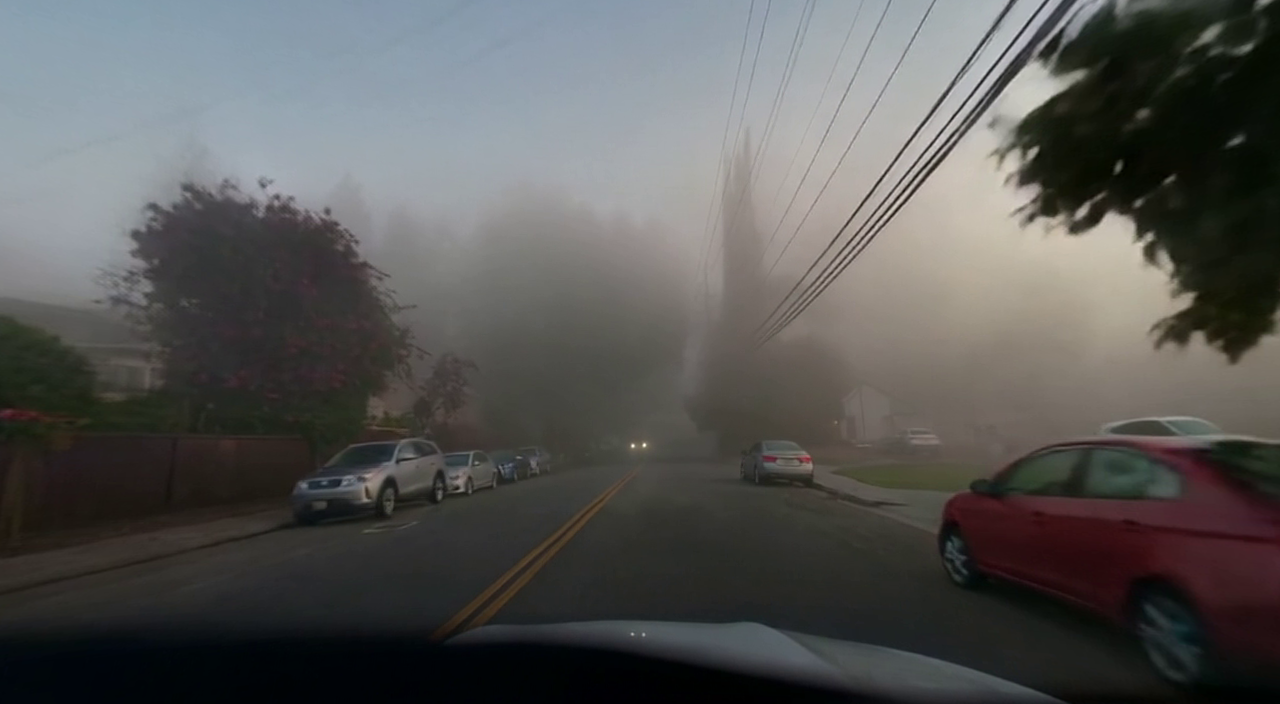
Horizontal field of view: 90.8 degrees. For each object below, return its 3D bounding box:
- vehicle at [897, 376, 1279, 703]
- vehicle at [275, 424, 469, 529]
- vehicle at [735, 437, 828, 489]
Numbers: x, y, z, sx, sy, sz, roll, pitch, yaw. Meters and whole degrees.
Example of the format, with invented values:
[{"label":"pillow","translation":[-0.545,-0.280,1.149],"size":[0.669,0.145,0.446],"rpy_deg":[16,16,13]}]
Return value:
[{"label":"vehicle","translation":[3.626,1.160,4.259],"size":[1.940,1.593,4.641],"rpy_deg":[0,-9,2]},{"label":"vehicle","translation":[-5.820,2.758,14.635],"size":[2.192,1.873,4.985],"rpy_deg":[-3,-9,2]},{"label":"vehicle","translation":[4.504,3.616,20.995],"size":[2.108,1.493,4.878],"rpy_deg":[0,-9,2]}]
